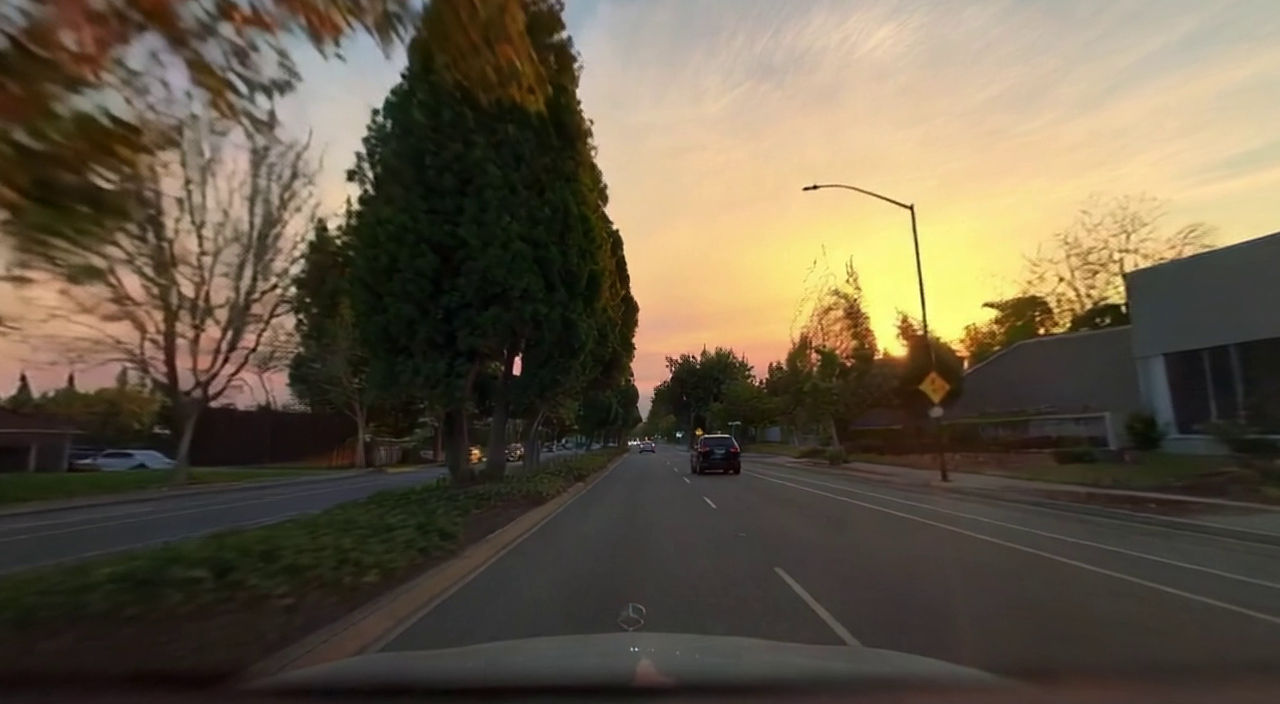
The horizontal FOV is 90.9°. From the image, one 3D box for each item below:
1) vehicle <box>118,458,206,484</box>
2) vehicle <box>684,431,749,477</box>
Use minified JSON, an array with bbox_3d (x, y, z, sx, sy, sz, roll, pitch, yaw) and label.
[{"bbox_3d":[-30.806,7.653,40.821,1.875,1.477,4.858,-1,-8,1],"label":"vehicle"},{"bbox_3d":[3.136,4.272,26.710,2.143,1.759,4.378,0,-8,-1],"label":"vehicle"}]
